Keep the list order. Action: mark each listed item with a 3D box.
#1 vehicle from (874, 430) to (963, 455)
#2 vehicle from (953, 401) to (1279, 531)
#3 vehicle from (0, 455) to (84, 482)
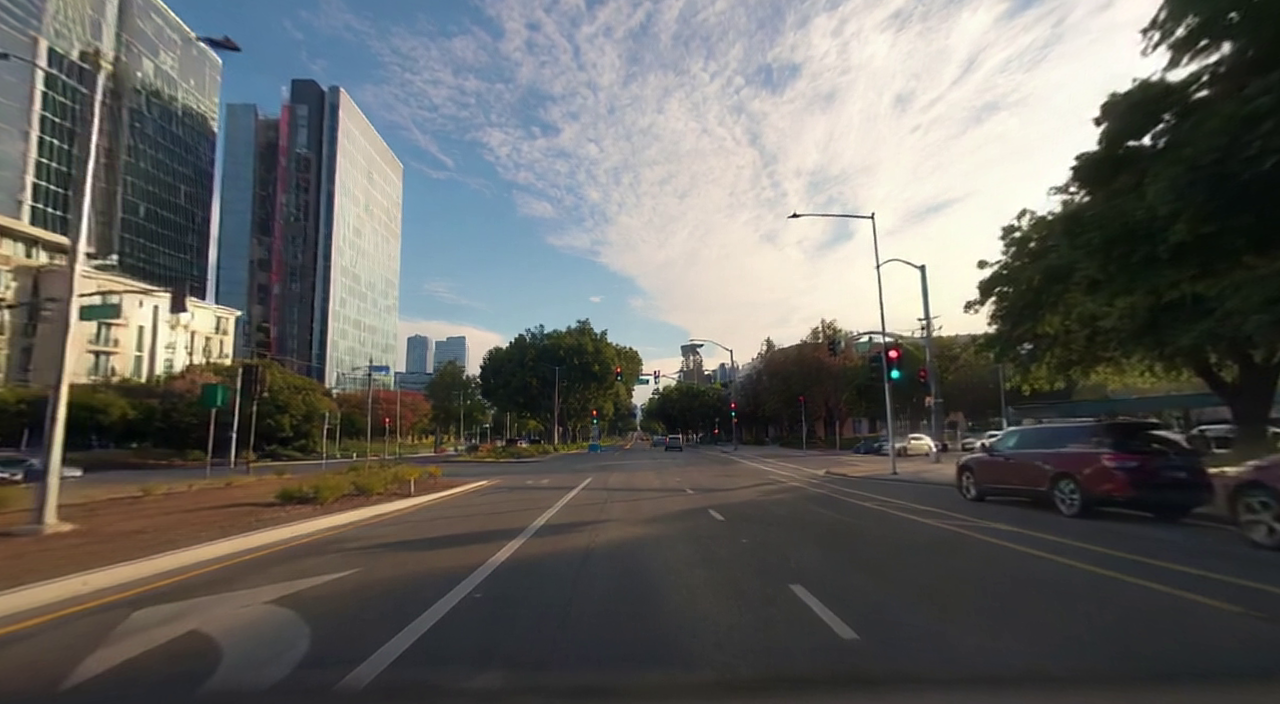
[{"bbox_3d":[18.099,5.905,41.195,4.916,1.504,1.846,0,-9,-1],"label":"vehicle"},{"bbox_3d":[8.078,1.982,11.499,2.100,1.828,4.879,0,-9,-2],"label":"vehicle"},{"bbox_3d":[-35.384,6.685,36.457,4.721,1.464,1.868,0,-9,-2],"label":"vehicle"}]
